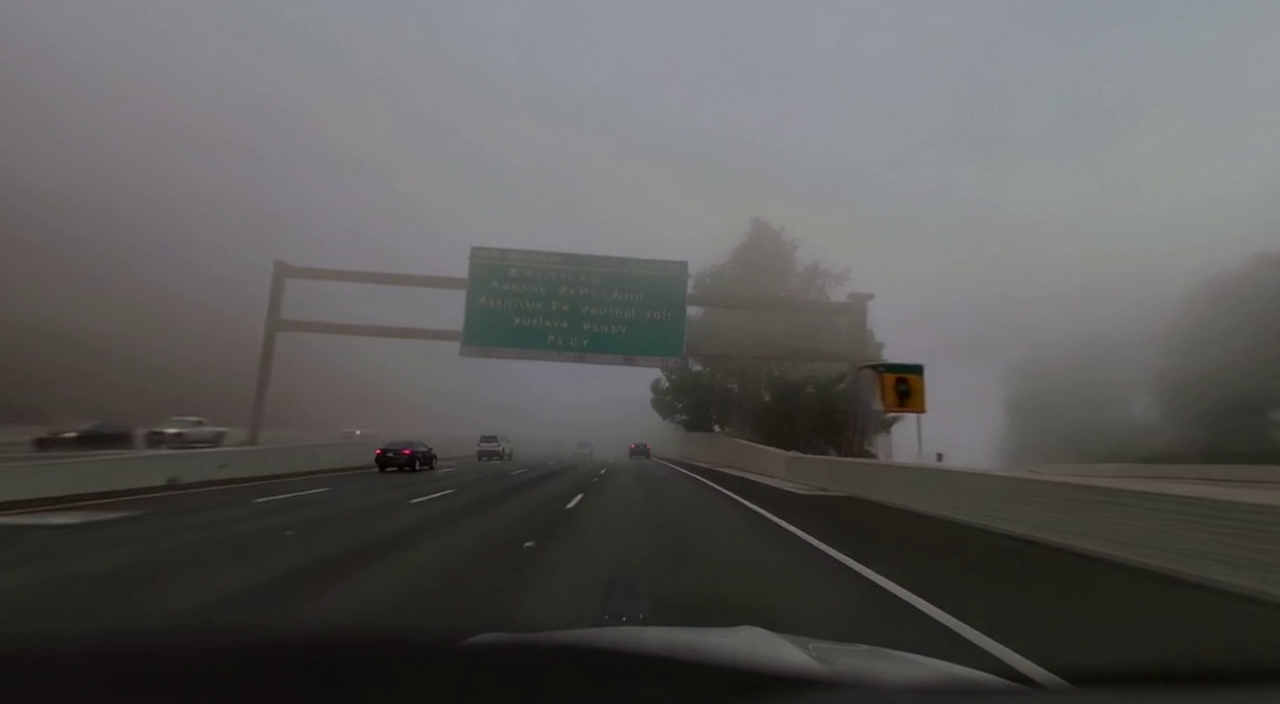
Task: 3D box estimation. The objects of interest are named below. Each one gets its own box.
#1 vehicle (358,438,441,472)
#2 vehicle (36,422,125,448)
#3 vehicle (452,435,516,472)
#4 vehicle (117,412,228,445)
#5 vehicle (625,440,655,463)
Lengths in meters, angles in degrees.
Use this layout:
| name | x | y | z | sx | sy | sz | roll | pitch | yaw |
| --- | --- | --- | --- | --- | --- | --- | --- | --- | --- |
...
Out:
| name | x | y | z | sx | sy | sz | roll | pitch | yaw |
| --- | --- | --- | --- | --- | --- | --- | --- | --- | --- |
| vehicle | -11.172 | 4.805 | 29.689 | 1.935 | 1.474 | 5.033 | 0 | -8 | 0 |
| vehicle | -33.295 | 5.004 | 37.669 | 1.693 | 1.451 | 3.903 | 0 | -8 | 1 |
| vehicle | -7.513 | 4.930 | 30.829 | 2.086 | 1.628 | 4.039 | 0 | -8 | 0 |
| vehicle | -26.095 | 4.369 | 35.504 | 2.062 | 1.706 | 5.477 | 0 | -8 | 0 |
| vehicle | -0.013 | 6.537 | 41.541 | 1.881 | 1.460 | 3.694 | 0 | -8 | -1 |
